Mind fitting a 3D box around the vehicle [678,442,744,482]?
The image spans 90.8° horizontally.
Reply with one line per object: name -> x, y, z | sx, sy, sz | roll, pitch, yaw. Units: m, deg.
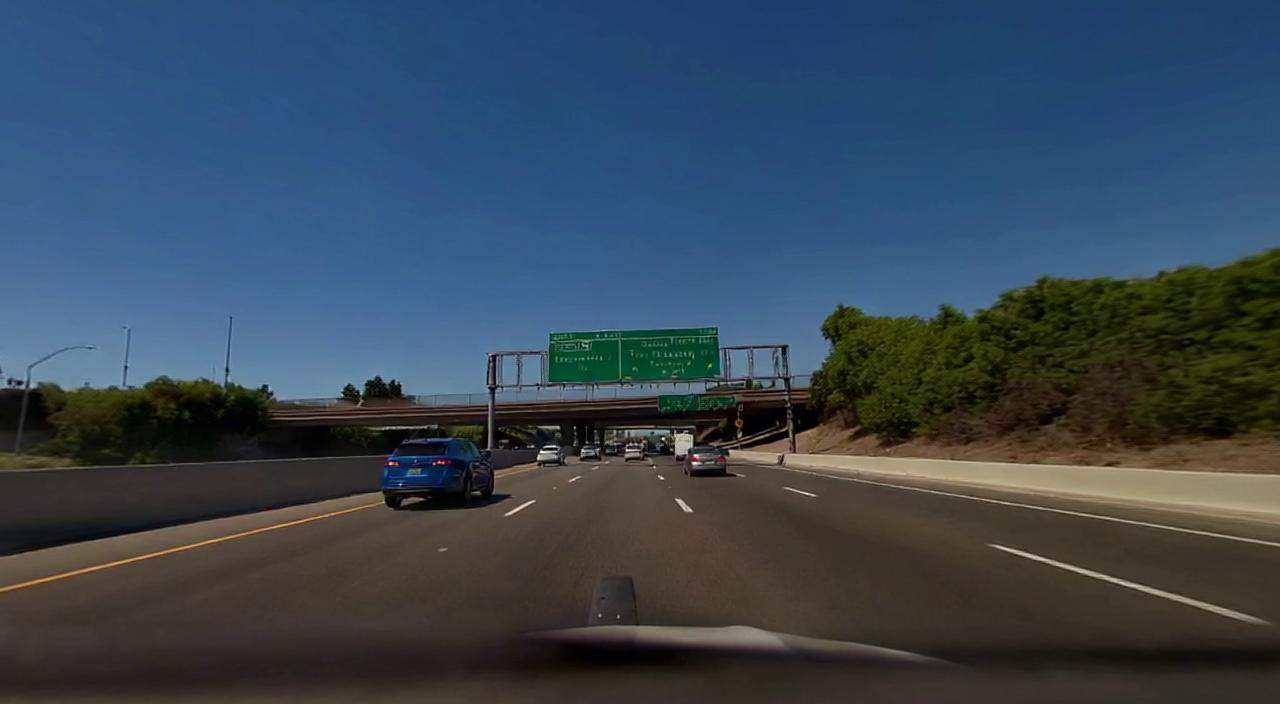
vehicle -> 2.793, 4.428, 25.803 | 2.083, 1.453, 4.307 | 0, -8, -1

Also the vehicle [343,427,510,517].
vehicle -> -4.377, 2.515, 13.761 | 2.193, 1.641, 4.077 | 0, -8, 0
